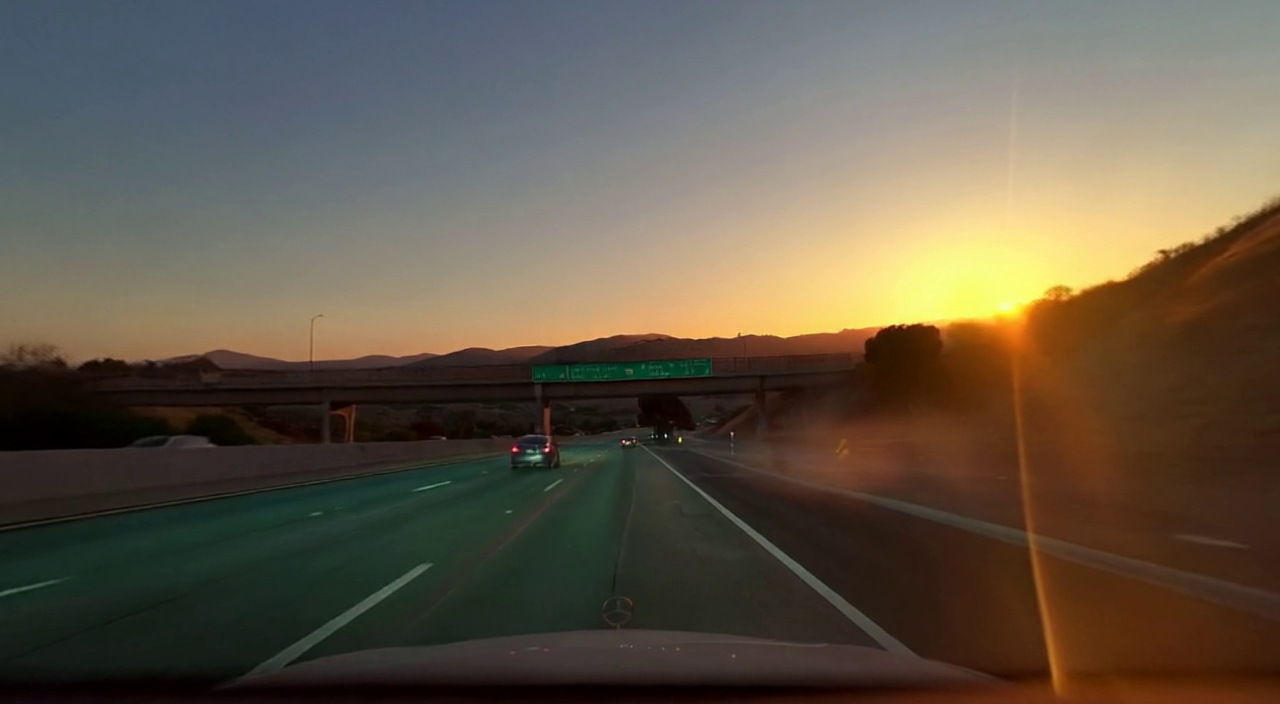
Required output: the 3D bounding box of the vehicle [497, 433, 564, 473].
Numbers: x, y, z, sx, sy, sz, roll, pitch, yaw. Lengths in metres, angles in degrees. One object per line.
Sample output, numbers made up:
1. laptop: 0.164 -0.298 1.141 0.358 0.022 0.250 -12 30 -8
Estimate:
1. vehicle: -4.721 4.423 27.949 2.129 1.588 4.980 0 -8 0
